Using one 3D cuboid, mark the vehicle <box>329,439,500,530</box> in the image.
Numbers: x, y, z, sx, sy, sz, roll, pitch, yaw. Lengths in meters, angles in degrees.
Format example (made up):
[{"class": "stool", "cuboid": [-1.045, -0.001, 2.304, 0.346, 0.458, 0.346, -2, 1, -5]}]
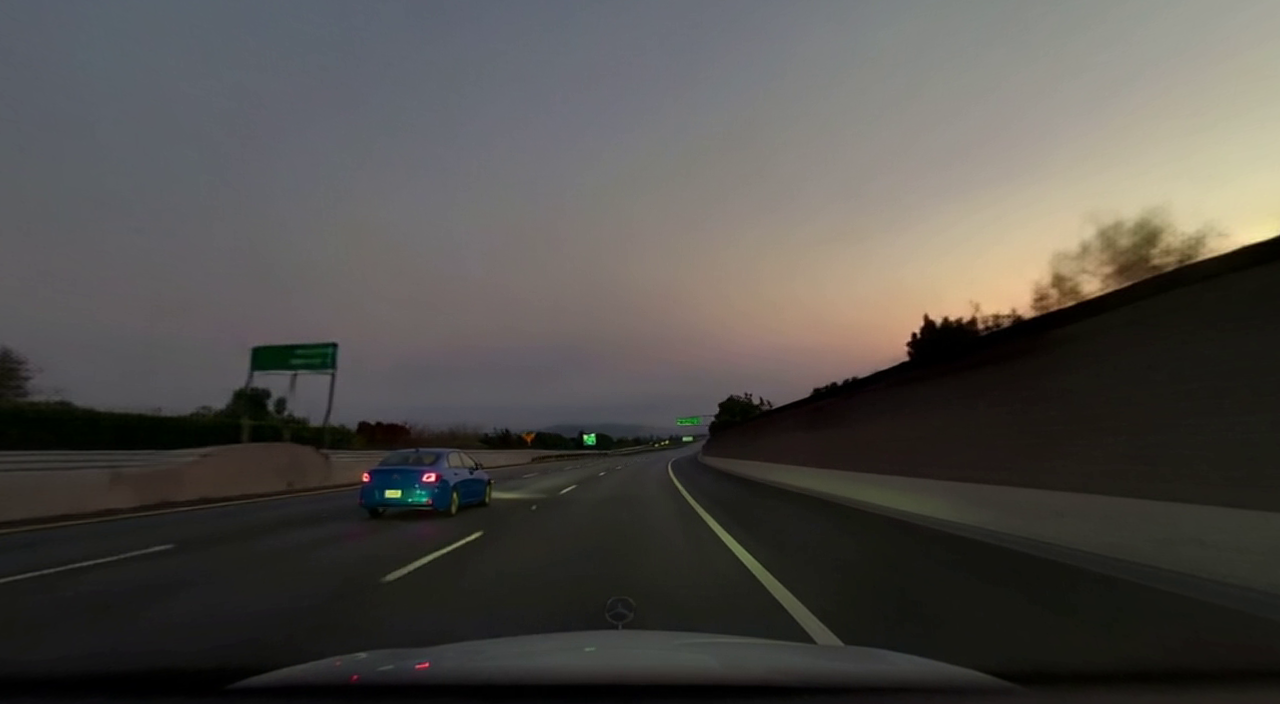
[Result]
[{"class": "vehicle", "cuboid": [-4.198, 2.507, 12.481, 1.928, 1.504, 3.745, 0, -9, 1]}]
